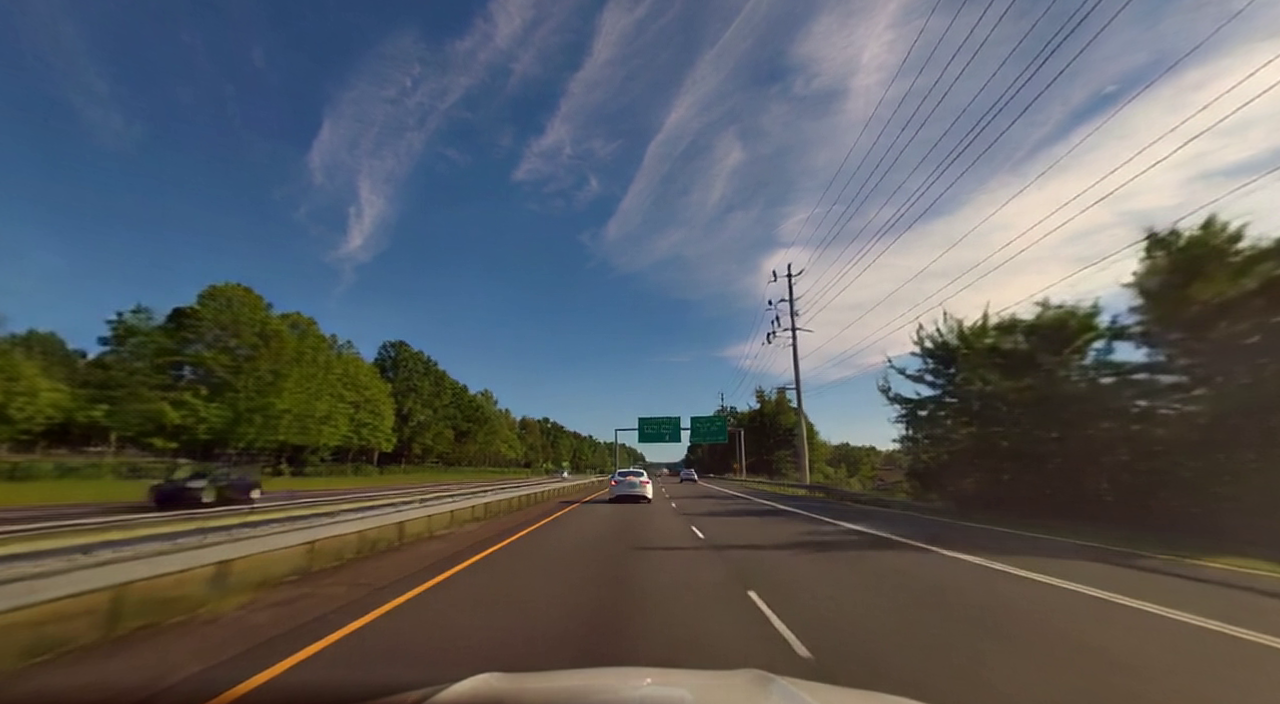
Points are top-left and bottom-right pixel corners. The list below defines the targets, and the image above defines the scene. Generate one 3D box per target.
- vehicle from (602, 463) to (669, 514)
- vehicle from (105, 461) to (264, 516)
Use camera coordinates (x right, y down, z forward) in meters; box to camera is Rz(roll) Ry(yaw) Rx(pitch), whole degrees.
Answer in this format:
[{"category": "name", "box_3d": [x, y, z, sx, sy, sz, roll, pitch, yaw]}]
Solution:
[{"category": "vehicle", "box_3d": [-0.160, 4.444, 20.795, 1.987, 1.480, 3.786, 1, -10, -1]}, {"category": "vehicle", "box_3d": [-14.619, 4.392, 20.581, 1.960, 1.570, 4.196, 1, -10, 1]}]
